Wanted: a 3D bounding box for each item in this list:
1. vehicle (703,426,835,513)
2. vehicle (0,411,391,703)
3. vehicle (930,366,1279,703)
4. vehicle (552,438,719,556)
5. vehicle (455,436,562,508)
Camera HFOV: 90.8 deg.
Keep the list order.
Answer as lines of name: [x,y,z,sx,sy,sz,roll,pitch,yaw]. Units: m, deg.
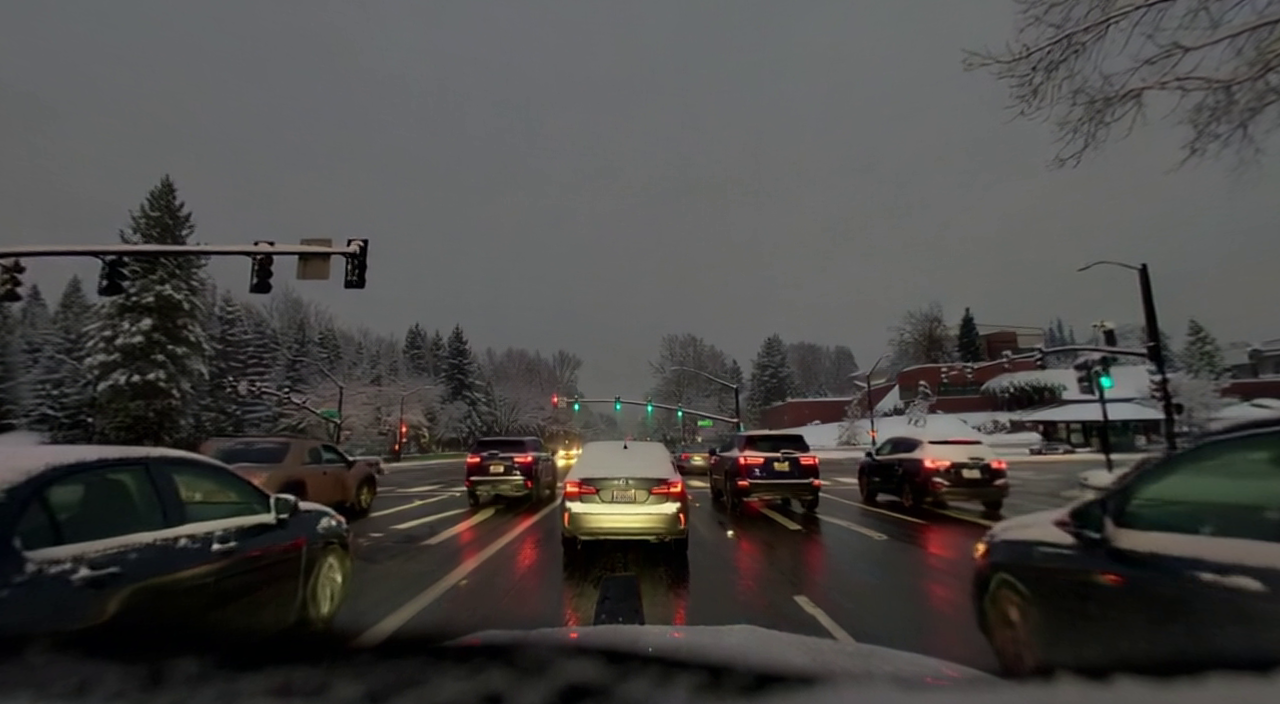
vehicle: [2.874,2.742,15.270,2.138,1.778,4.422,0,-8,-2]
vehicle: [-3.231,1.113,3.305,2.045,1.463,4.490,0,-8,0]
vehicle: [3.057,0.814,1.876,1.996,1.566,4.917,0,-8,-1]
vehicle: [-0.108,2.115,9.983,2.098,1.461,3.958,0,-8,-1]
vehicle: [-3.425,3.196,17.372,2.033,1.714,4.278,0,-8,0]
